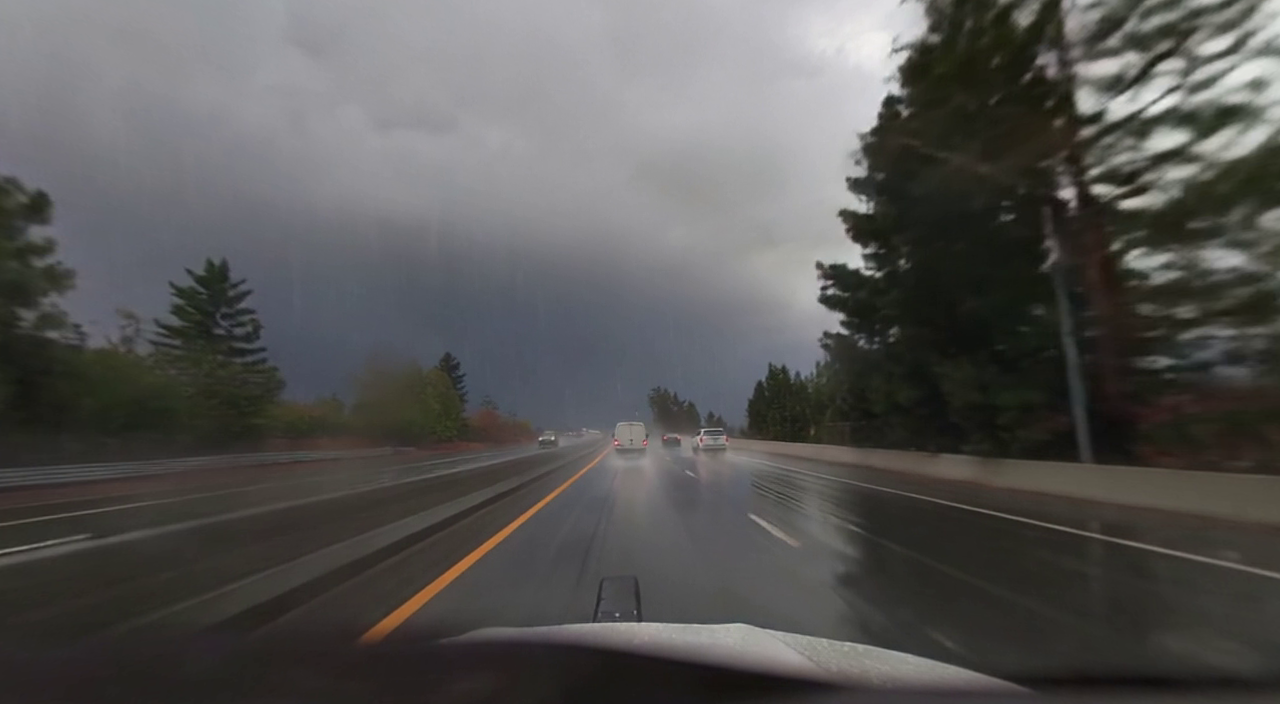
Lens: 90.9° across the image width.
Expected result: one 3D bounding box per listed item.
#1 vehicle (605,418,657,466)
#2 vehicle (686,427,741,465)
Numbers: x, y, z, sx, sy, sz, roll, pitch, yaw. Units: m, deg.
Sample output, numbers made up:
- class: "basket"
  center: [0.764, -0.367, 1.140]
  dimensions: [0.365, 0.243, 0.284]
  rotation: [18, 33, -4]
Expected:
- class: "vehicle"
  center: [-0.457, 4.210, 29.596]
  dimensions: [2.270, 2.044, 4.633]
  rotation: [0, -8, -2]
- class: "vehicle"
  center: [3.338, 4.348, 29.311]
  dimensions: [1.981, 1.606, 3.956]
  rotation: [0, -8, -2]
